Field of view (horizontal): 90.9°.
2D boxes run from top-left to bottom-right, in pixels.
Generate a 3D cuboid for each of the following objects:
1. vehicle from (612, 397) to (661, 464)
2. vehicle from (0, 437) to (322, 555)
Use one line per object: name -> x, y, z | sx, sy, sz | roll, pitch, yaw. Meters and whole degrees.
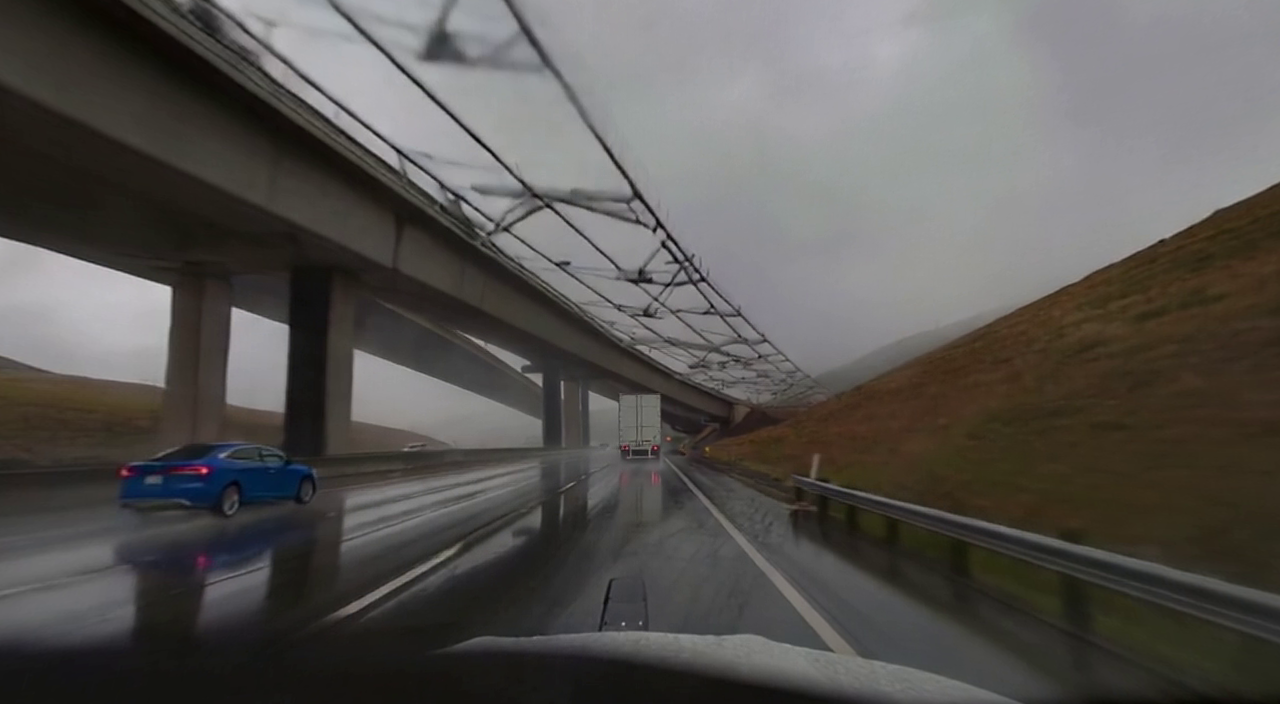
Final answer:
vehicle -> -0.161, 5.494, 43.249 | 2.866, 4.014, 11.261 | 0, -8, 1
vehicle -> -7.527, 2.202, 10.482 | 2.078, 1.496, 4.563 | 0, -8, 1
